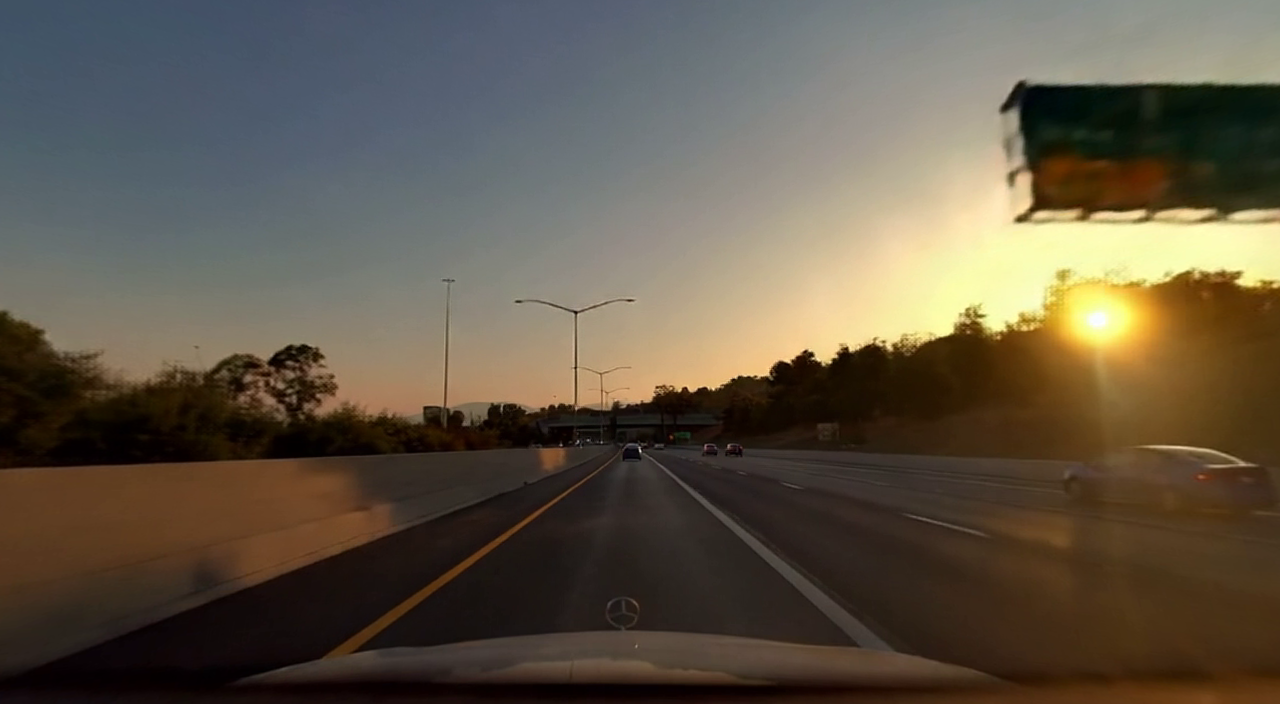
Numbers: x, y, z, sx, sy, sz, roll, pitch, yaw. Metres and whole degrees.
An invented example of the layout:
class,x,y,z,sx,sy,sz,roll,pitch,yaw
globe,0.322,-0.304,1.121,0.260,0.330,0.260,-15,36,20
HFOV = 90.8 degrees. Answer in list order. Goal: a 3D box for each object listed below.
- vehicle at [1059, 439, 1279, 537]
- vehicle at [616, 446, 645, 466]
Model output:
class,x,y,z,sx,sy,sz,roll,pitch,yaw
vehicle,10.740,2.435,12.186,2.024,1.481,4.747,0,-8,-1
vehicle,-0.651,7.428,45.275,2.004,1.259,3.781,0,-8,0
